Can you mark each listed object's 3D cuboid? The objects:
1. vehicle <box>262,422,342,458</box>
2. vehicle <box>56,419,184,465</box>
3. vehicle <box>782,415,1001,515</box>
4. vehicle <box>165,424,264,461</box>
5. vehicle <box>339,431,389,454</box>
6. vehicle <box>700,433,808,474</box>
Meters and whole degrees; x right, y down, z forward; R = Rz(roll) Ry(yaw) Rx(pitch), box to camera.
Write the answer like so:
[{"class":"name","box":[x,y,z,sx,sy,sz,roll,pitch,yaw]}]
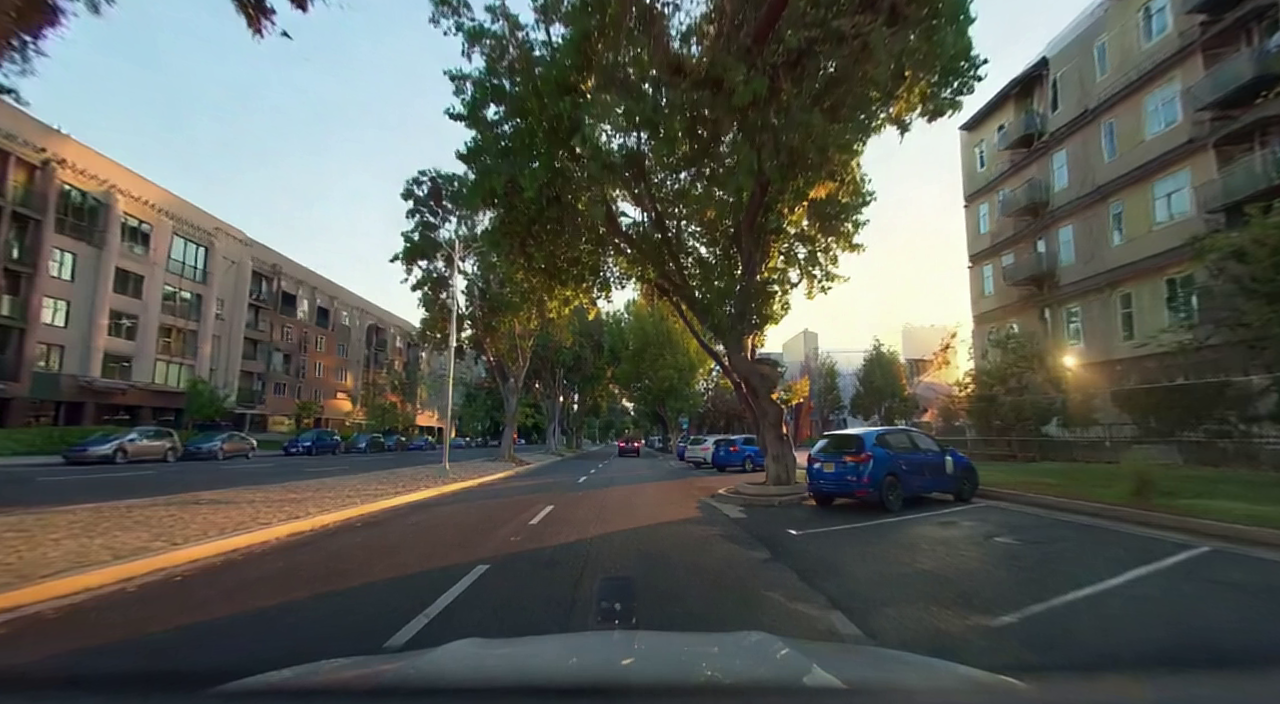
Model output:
[{"class":"vehicle","box":[-19.201,5.021,36.023,1.972,1.839,4.553,3,-8,0]},{"class":"vehicle","box":[-19.131,3.346,23.355,1.729,1.566,3.462,-1,-8,1]},{"class":"vehicle","box":[4.922,2.111,12.236,3.995,1.604,1.973,5,-10,-34]},{"class":"vehicle","box":[-19.185,4.113,28.601,1.822,1.506,3.809,-1,-8,0]},{"class":"vehicle","box":[-19.240,6.345,44.076,1.807,1.501,4.134,0,-8,-4]},{"class":"vehicle","box":[4.560,4.010,25.093,4.047,1.497,1.898,5,-10,-35]}]
